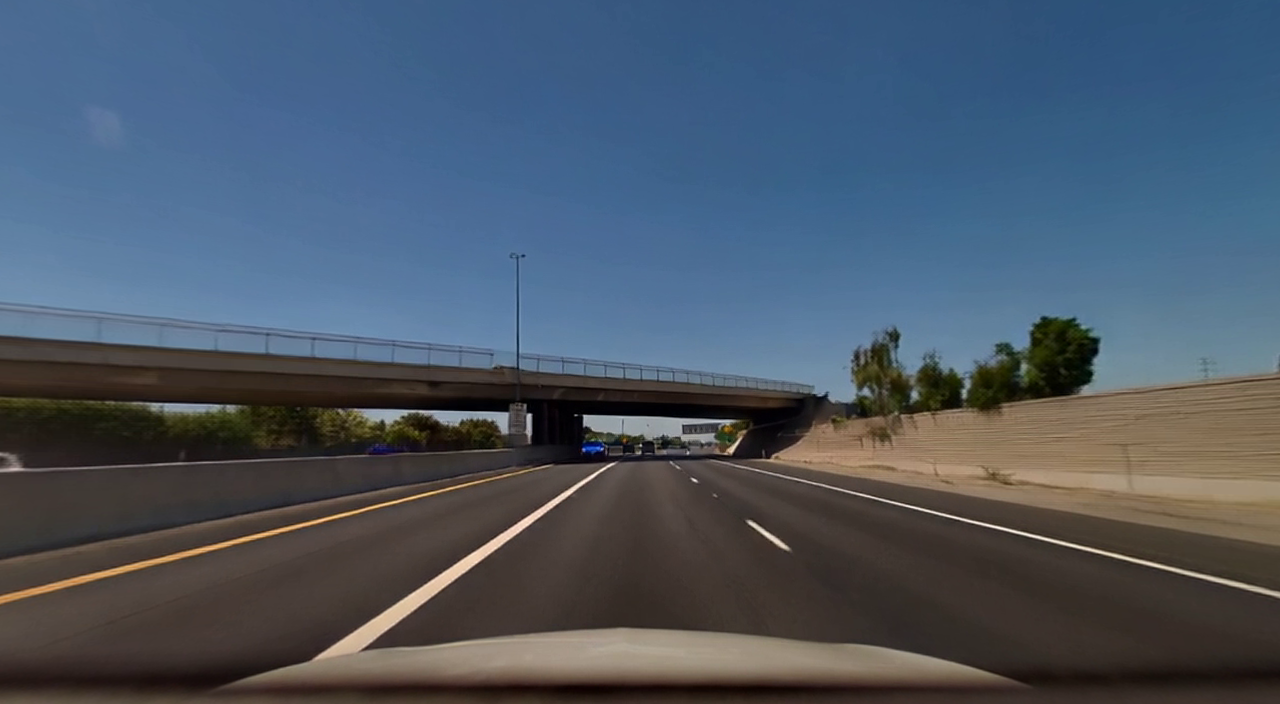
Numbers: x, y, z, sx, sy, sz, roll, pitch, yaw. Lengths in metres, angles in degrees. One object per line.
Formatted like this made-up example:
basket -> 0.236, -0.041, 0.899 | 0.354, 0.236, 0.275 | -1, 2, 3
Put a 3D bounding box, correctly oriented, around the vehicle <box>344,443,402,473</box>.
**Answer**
vehicle -> -16.406, 6.522, 38.858 | 1.815, 1.684, 4.105 | 0, -9, -1
